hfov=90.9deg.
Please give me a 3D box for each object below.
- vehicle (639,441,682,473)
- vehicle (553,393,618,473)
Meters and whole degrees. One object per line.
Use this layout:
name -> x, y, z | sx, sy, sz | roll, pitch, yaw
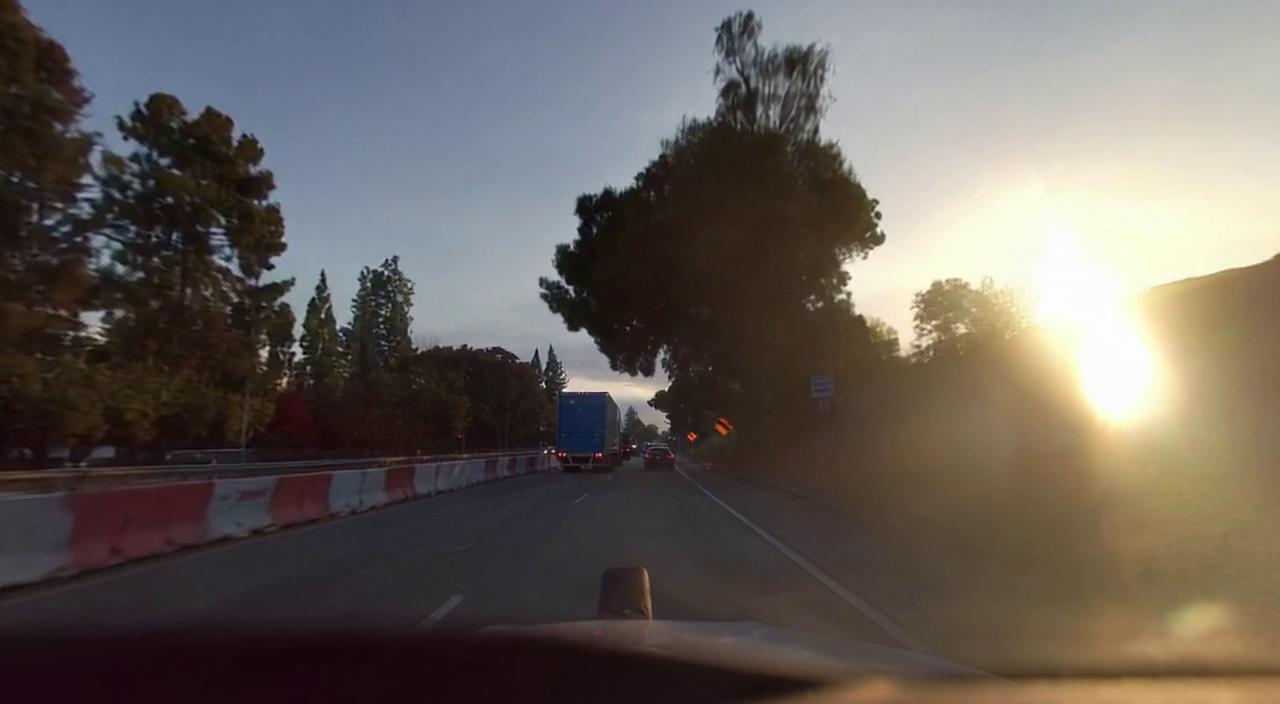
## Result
vehicle -> 1.089, 5.905, 35.748 | 2.304, 1.675, 4.462 | 0, -8, 0
vehicle -> -3.039, 5.299, 40.179 | 2.906, 4.115, 15.715 | 0, -8, 0
